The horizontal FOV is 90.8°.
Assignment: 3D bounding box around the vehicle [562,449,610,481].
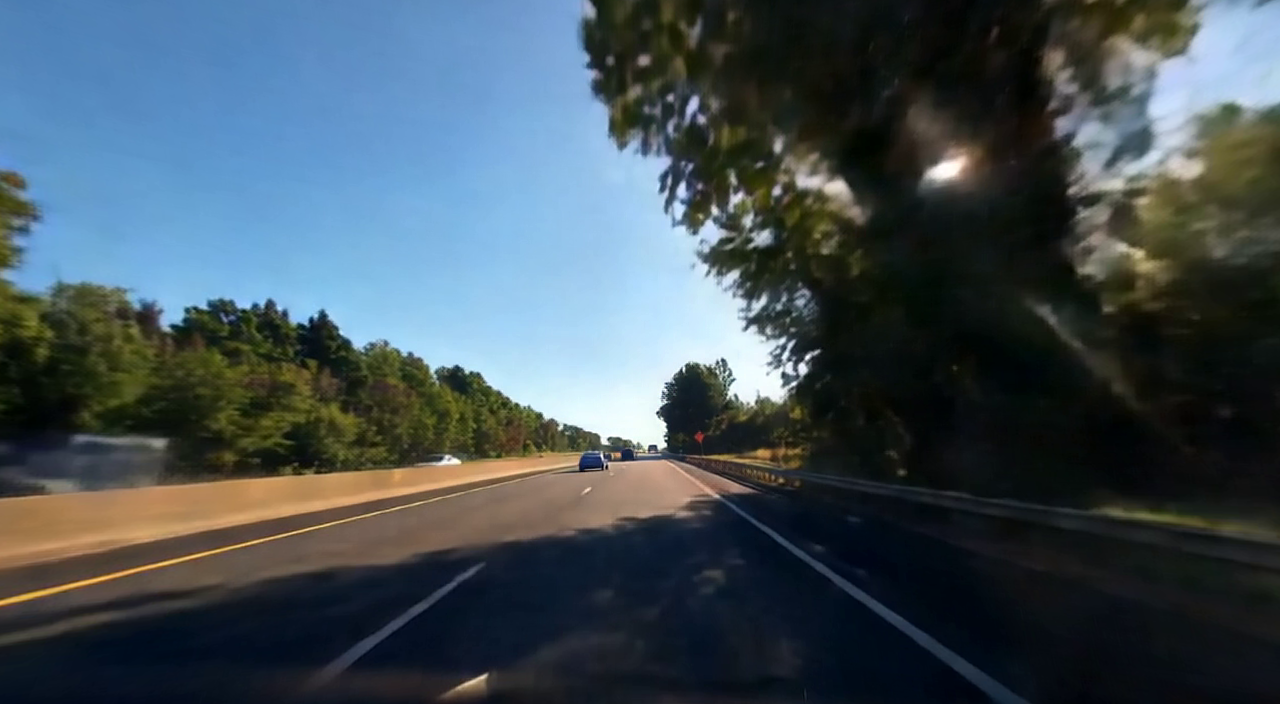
[{"bbox_3d":[-2.616,5.628,31.683,1.917,1.450,3.997,0,-9,2],"label":"vehicle"}]
